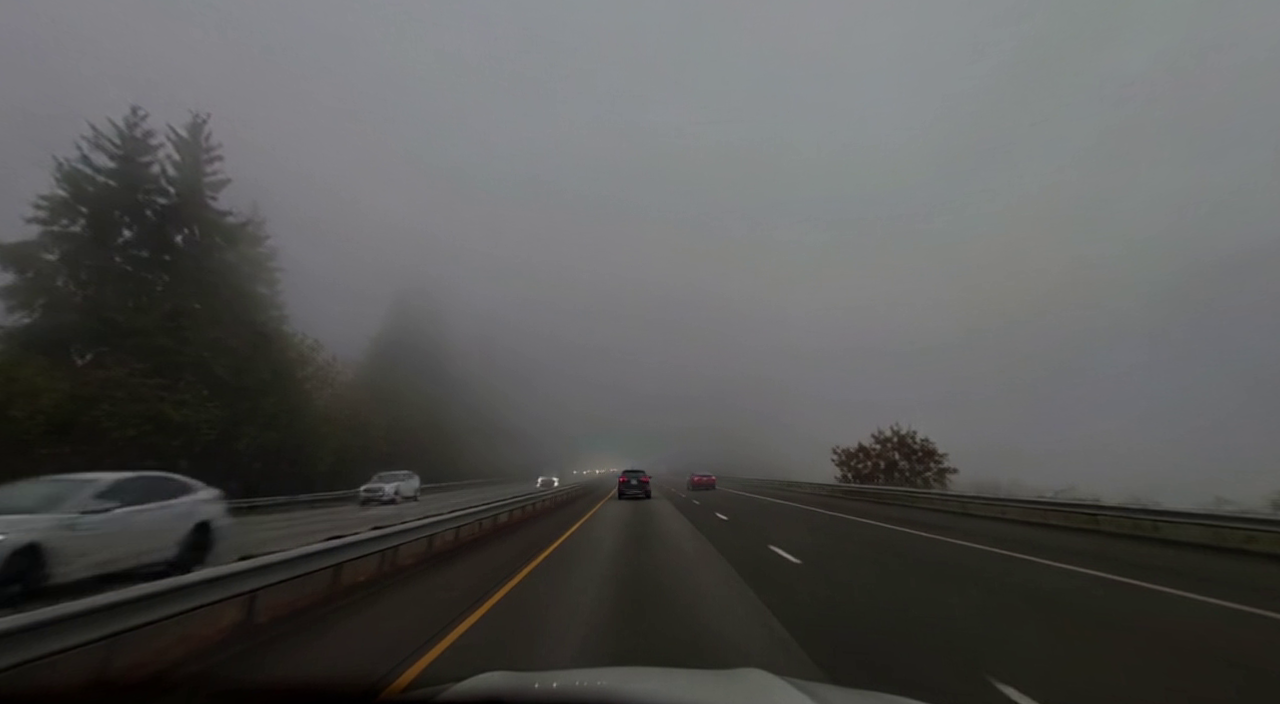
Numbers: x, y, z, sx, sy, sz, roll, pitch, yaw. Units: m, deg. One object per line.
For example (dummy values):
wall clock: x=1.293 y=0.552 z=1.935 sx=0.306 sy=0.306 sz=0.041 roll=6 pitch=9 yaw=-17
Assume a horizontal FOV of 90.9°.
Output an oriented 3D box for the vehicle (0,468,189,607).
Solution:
vehicle: x=-7.820 y=2.179 z=7.726 sx=1.780 sy=1.447 sz=3.670 roll=1 pitch=-10 yaw=0

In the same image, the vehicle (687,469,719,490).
vehicle: x=4.743 y=9.694 z=47.965 sx=1.974 sy=1.476 sz=4.119 roll=1 pitch=-10 yaw=-1

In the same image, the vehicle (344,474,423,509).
vehicle: x=-12.167 y=6.630 z=30.200 sx=1.909 sy=1.445 sz=4.225 roll=0 pitch=-10 yaw=2

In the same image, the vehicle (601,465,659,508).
vehicle: x=-0.375 y=5.120 z=24.205 sx=2.060 sy=1.473 sz=3.726 roll=1 pitch=-10 yaw=-1
